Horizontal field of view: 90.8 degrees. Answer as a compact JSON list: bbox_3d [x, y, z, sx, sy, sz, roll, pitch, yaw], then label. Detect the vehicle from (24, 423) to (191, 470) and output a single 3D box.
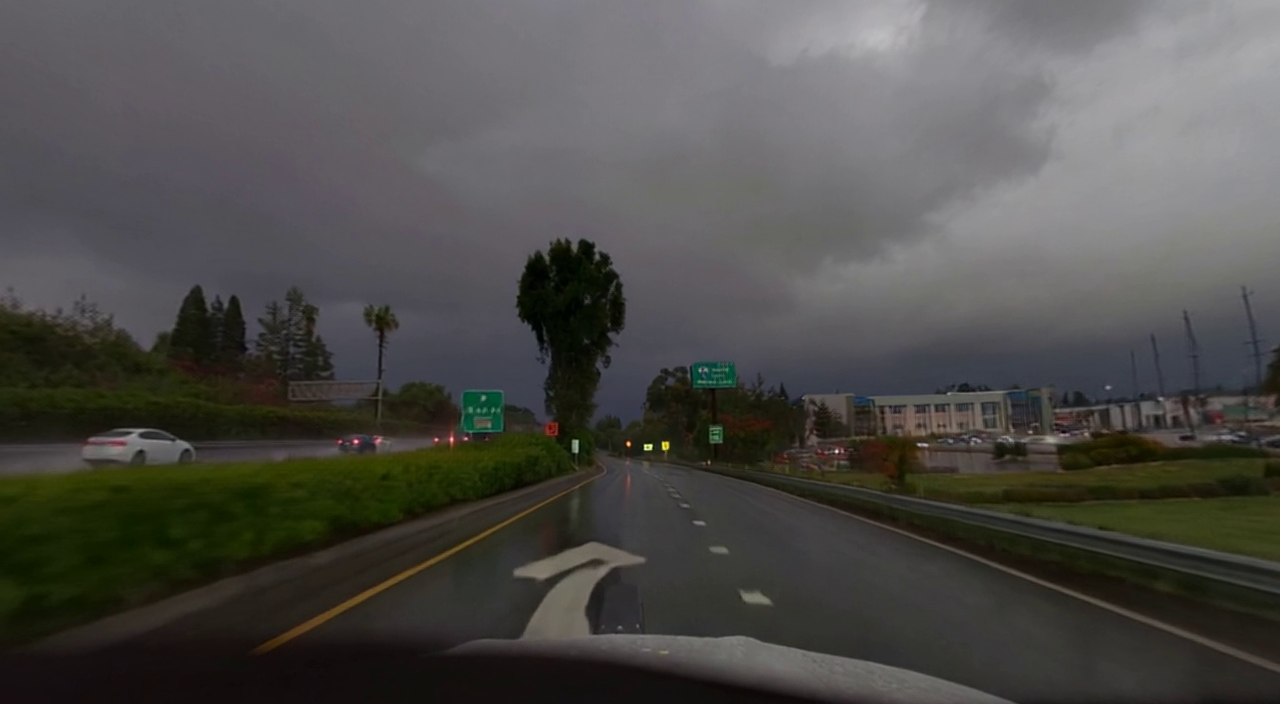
[{"bbox_3d":[-18.328,3.327,22.124,1.931,1.451,4.683,0,-9,-3],"label":"vehicle"}]
